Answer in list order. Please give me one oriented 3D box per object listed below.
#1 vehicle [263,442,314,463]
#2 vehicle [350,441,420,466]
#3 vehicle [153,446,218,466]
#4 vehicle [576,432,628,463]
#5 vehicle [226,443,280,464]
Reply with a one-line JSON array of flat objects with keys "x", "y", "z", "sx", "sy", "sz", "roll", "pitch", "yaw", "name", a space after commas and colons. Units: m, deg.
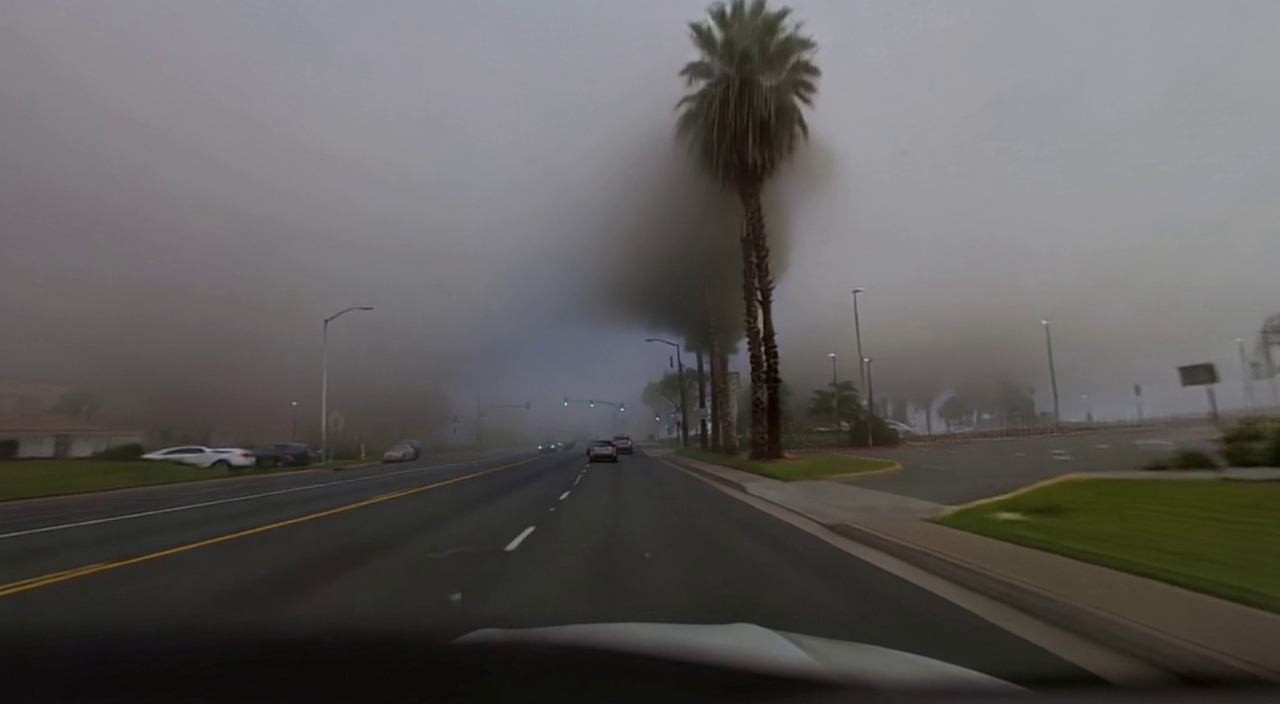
[{"x": -27.691, "y": 7.878, "z": 49.853, "sx": 1.816, "sy": 1.586, "sz": 3.958, "roll": 0, "pitch": -8, "yaw": -2, "name": "vehicle"}, {"x": -16.141, "y": 6.382, "z": 39.916, "sx": 4.784, "sy": 1.487, "sz": 1.903, "roll": -6, "pitch": -10, "yaw": 37, "name": "vehicle"}, {"x": -35.718, "y": 8.143, "z": 49.796, "sx": 1.940, "sy": 1.474, "sz": 4.384, "roll": 0, "pitch": -8, "yaw": -2, "name": "vehicle"}, {"x": -1.940, "y": 5.070, "z": 33.465, "sx": 2.060, "sy": 1.526, "sz": 3.859, "roll": -1, "pitch": -8, "yaw": 7, "name": "vehicle"}, {"x": -30.204, "y": 7.909, "z": 49.412, "sx": 1.812, "sy": 1.585, "sz": 3.938, "roll": 0, "pitch": -8, "yaw": -3, "name": "vehicle"}]
